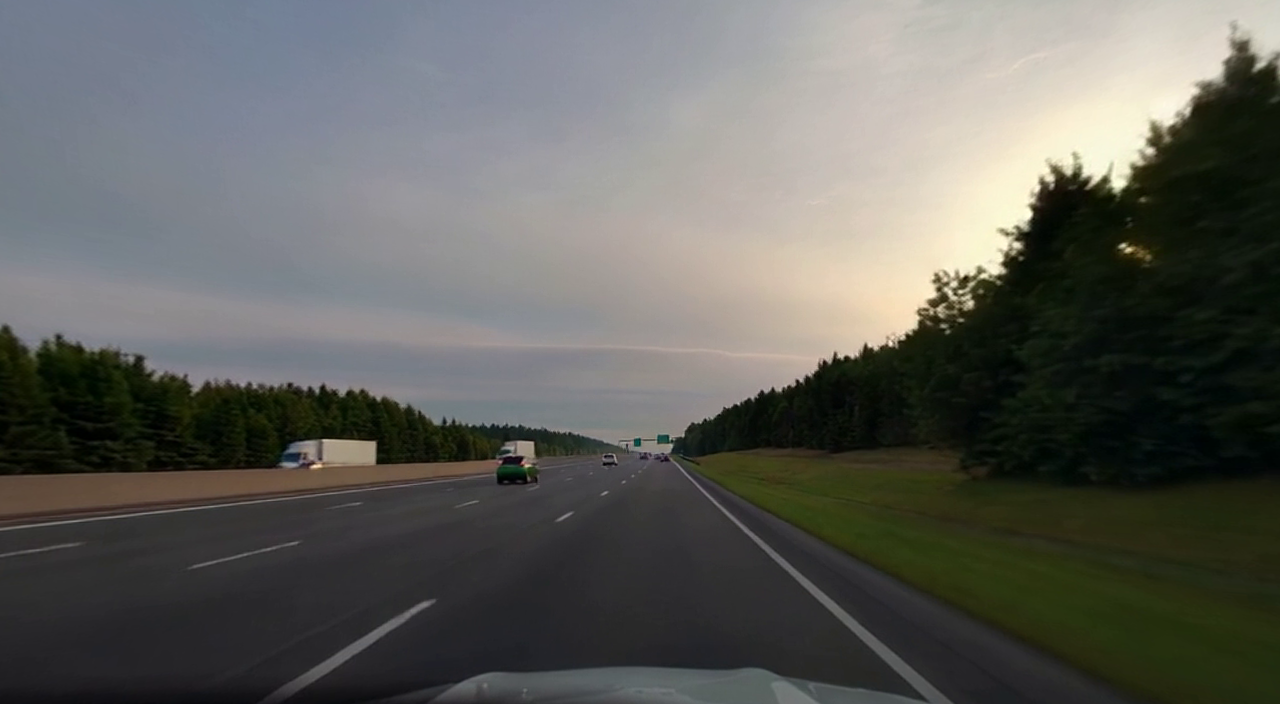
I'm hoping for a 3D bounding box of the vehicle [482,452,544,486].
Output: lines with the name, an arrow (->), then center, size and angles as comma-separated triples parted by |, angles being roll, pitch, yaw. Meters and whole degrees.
vehicle -> -6.304, 5.863, 31.833 | 1.996, 1.579, 4.439 | -1, -9, 3
